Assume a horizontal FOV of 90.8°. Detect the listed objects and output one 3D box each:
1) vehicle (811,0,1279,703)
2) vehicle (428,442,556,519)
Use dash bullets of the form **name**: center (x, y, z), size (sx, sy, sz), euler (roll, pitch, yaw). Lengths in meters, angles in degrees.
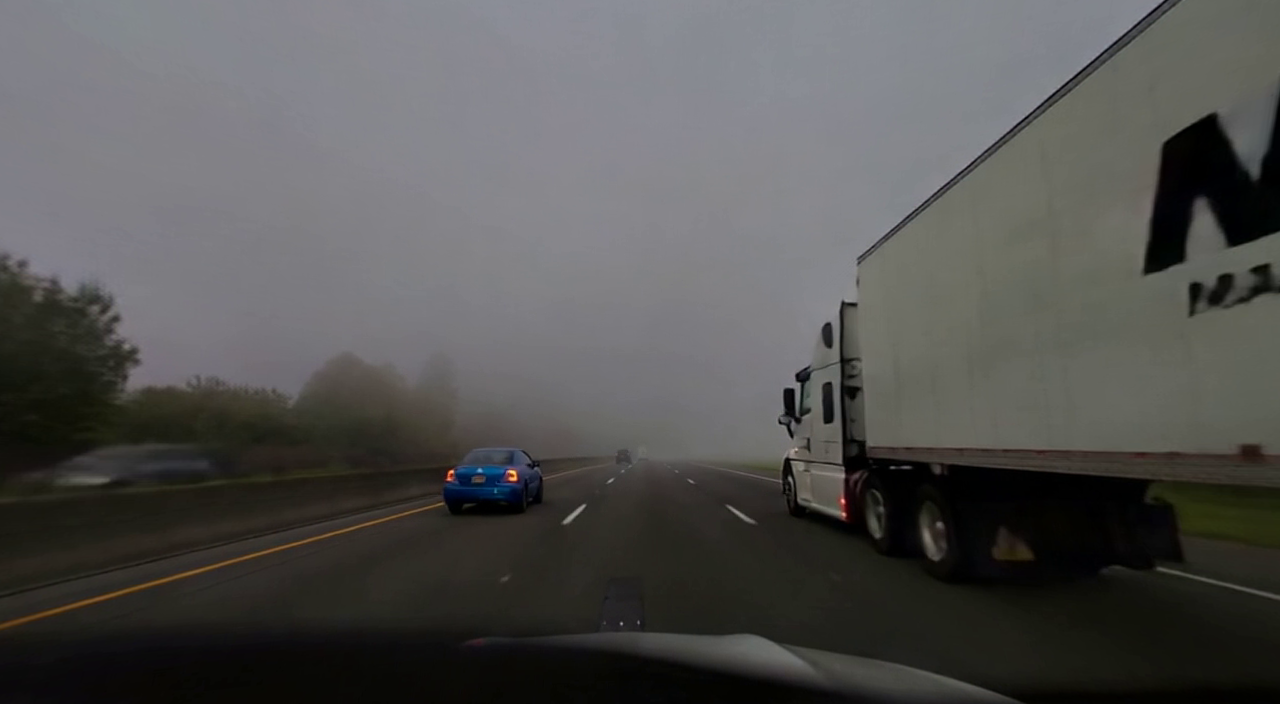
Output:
- **vehicle**: center (4.478, -0.035, 3.878), size (2.832, 4.034, 13.924), euler (0, -9, -1)
- **vehicle**: center (-3.286, 2.930, 14.958), size (1.945, 1.537, 4.294), euler (0, -9, 1)
